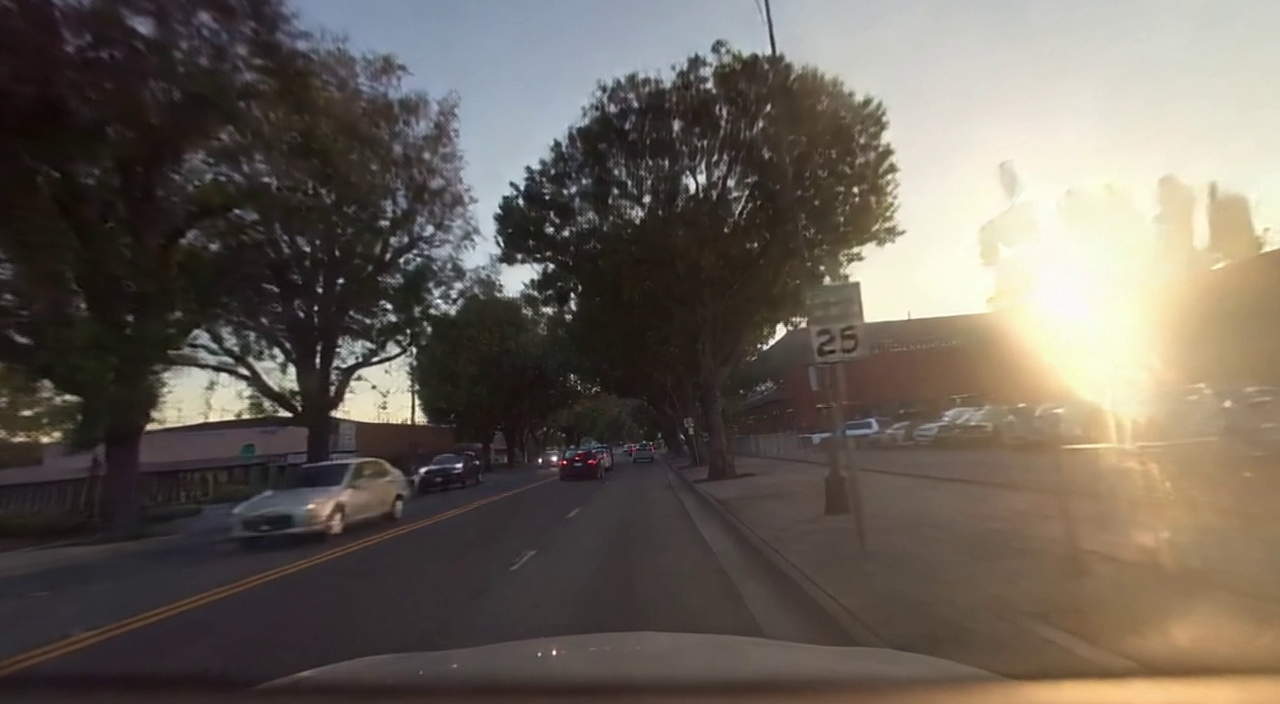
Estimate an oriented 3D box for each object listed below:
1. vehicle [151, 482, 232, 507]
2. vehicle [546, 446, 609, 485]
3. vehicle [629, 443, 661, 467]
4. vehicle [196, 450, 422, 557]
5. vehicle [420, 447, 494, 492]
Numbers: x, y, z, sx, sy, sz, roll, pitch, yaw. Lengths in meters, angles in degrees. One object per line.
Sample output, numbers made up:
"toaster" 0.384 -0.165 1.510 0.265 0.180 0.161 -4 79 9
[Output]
"vehicle" -34.523 10.973 48.581 4.558 1.819 2.094 1 -11 0
"vehicle" -2.470 4.599 25.996 2.099 1.424 4.609 0 -9 1
"vehicle" 0.312 6.888 42.303 2.020 1.478 3.922 0 -9 -1
"vehicle" -5.903 2.691 11.939 2.045 1.619 3.973 -1 -9 1
"vehicle" -8.359 5.354 29.294 1.995 1.880 4.703 -1 -9 1
